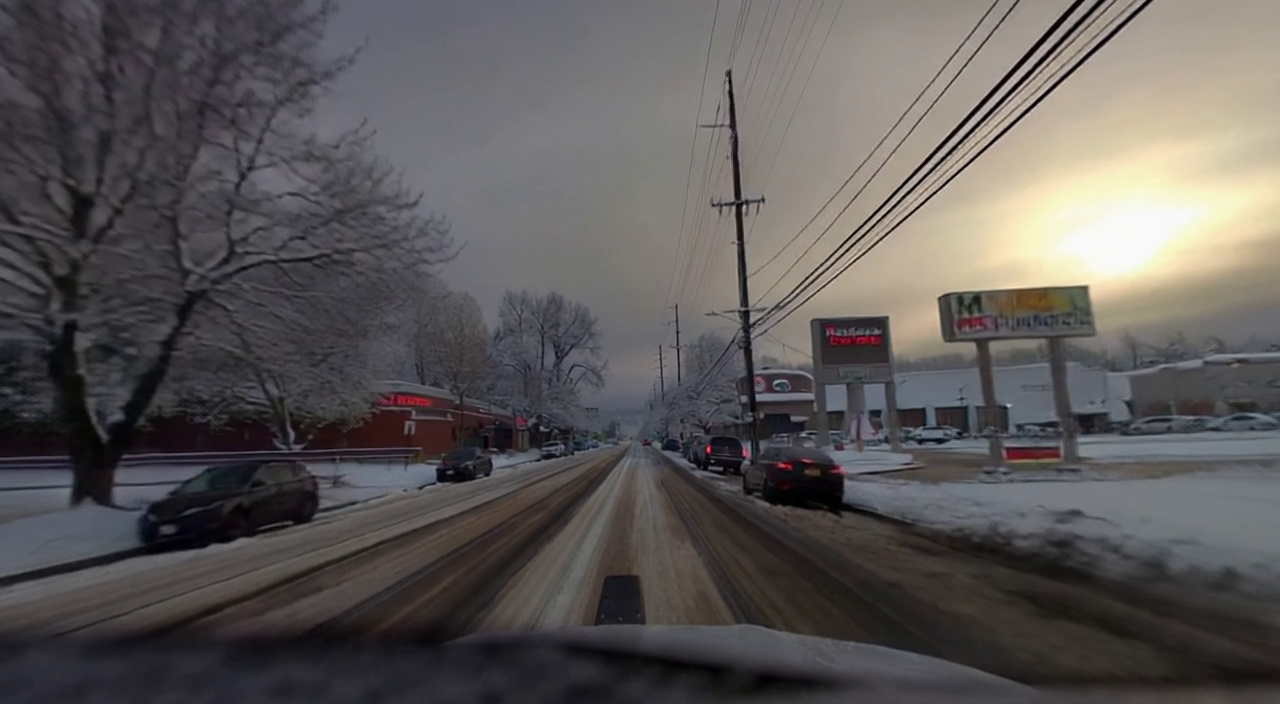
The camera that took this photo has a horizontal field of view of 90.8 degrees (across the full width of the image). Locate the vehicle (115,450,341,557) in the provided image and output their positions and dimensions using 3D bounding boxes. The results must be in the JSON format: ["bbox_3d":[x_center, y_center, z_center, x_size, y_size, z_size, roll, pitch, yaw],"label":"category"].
[{"bbox_3d":[-7.782,2.824,12.514,1.787,1.543,4.052,-3,-7,0],"label":"vehicle"}]

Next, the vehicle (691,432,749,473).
[{"bbox_3d":[3.923,5.040,31.795,2.080,1.893,4.699,0,-8,-3],"label":"vehicle"}]

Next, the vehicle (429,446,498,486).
[{"bbox_3d":[-7.875,5.074,28.521,1.872,1.455,4.350,-3,-8,-1],"label":"vehicle"}]

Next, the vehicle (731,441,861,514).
[{"bbox_3d":[3.610,2.978,15.640,1.990,1.521,4.693,0,-8,0],"label":"vehicle"}]
